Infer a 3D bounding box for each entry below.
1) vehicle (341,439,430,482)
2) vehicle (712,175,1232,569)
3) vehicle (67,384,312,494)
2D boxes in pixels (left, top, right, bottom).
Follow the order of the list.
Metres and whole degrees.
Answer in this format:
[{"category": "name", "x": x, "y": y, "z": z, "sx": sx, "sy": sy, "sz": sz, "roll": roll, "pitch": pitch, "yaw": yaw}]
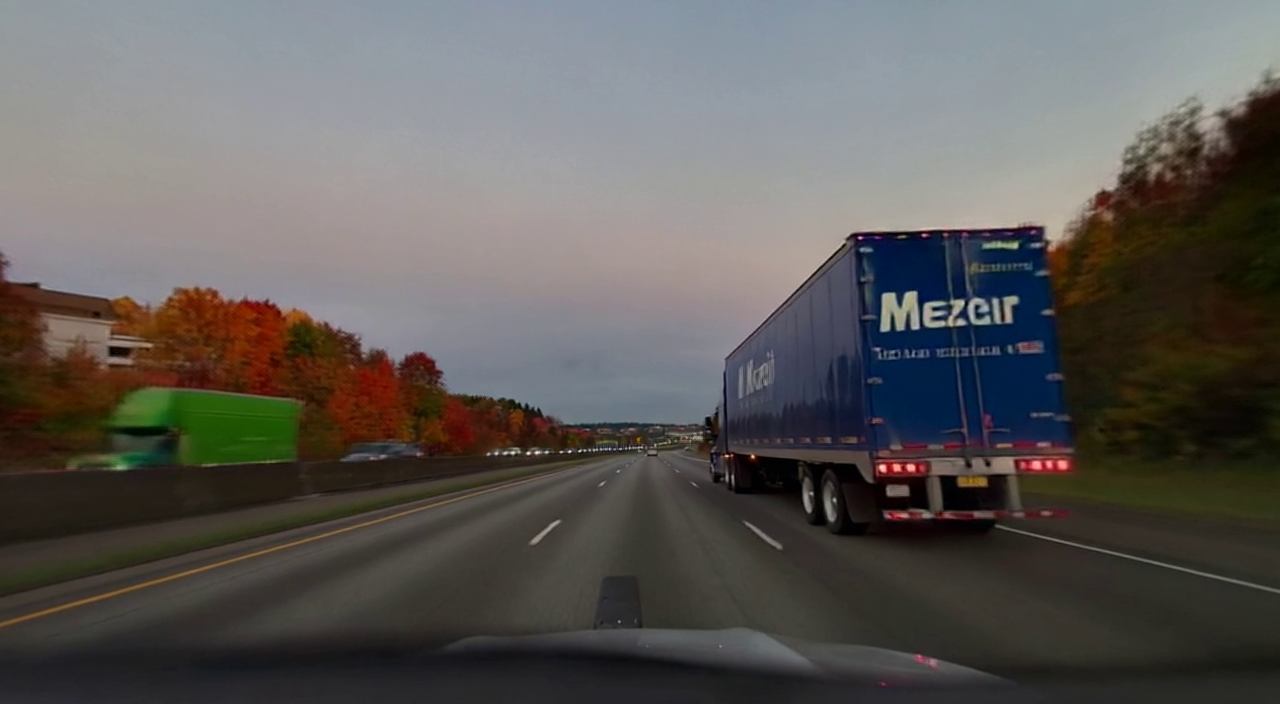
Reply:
[{"category": "vehicle", "x": -11.937, "y": 5.123, "z": 29.812, "sx": 2.079, "sy": 1.811, "sz": 4.980, "roll": -1, "pitch": -9, "yaw": 1}, {"category": "vehicle", "x": 4.079, "y": 1.395, "z": 14.448, "sx": 3.003, "sy": 3.880, "sz": 16.814, "roll": 0, "pitch": -9, "yaw": 0}, {"category": "vehicle", "x": -19.297, "y": 3.994, "z": 28.333, "sx": 2.995, "sy": 4.004, "sz": 10.610, "roll": -1, "pitch": -9, "yaw": 1}]
